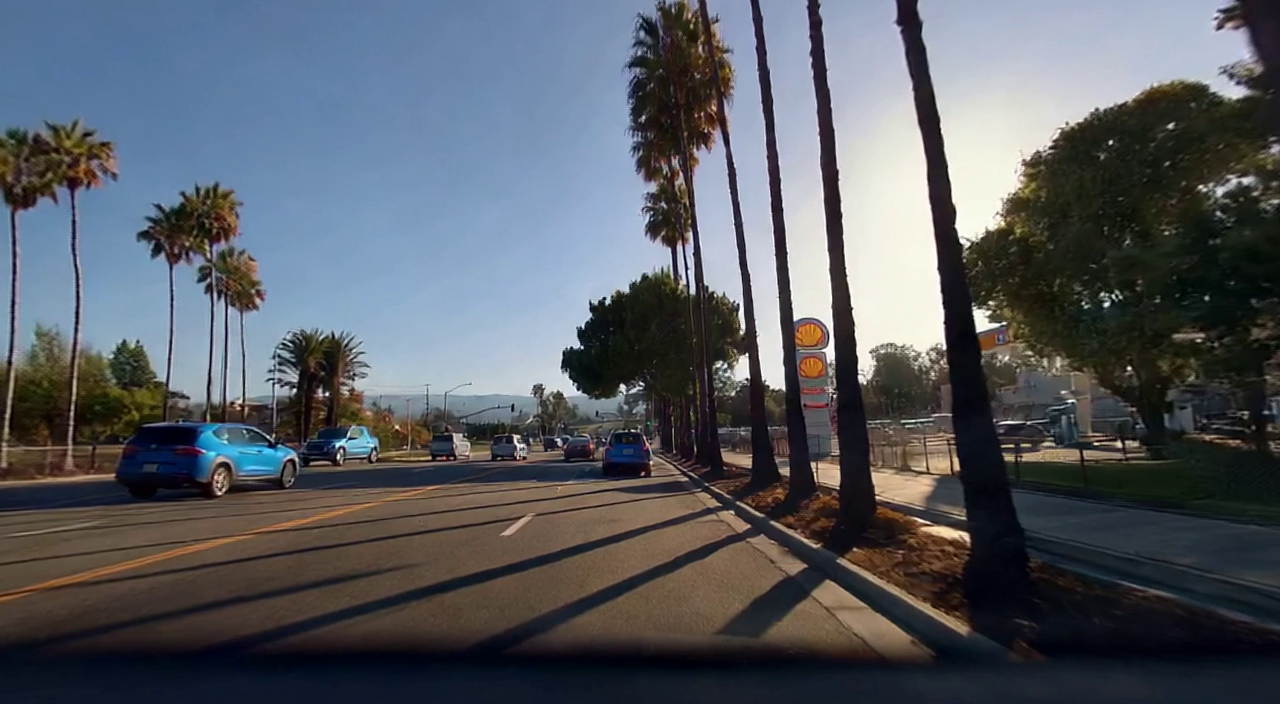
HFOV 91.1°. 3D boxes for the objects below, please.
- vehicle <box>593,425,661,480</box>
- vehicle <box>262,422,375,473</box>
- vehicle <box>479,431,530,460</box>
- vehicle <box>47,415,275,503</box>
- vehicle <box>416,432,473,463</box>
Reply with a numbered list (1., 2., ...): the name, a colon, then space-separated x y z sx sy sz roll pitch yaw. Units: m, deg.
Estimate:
1. vehicle: -0.413 3.447 21.718 2.121 1.710 3.893 0 -8 0
2. vehicle: -16.315 4.917 32.421 2.726 2.339 6.253 0 -8 -3
3. vehicle: -7.914 5.504 37.029 2.099 1.608 4.420 0 -8 -1
4. vehicle: -10.904 2.472 14.827 1.965 1.743 4.327 0 -8 -1
5. vehicle: -11.698 5.769 37.932 1.998 1.731 4.952 0 -8 -1
